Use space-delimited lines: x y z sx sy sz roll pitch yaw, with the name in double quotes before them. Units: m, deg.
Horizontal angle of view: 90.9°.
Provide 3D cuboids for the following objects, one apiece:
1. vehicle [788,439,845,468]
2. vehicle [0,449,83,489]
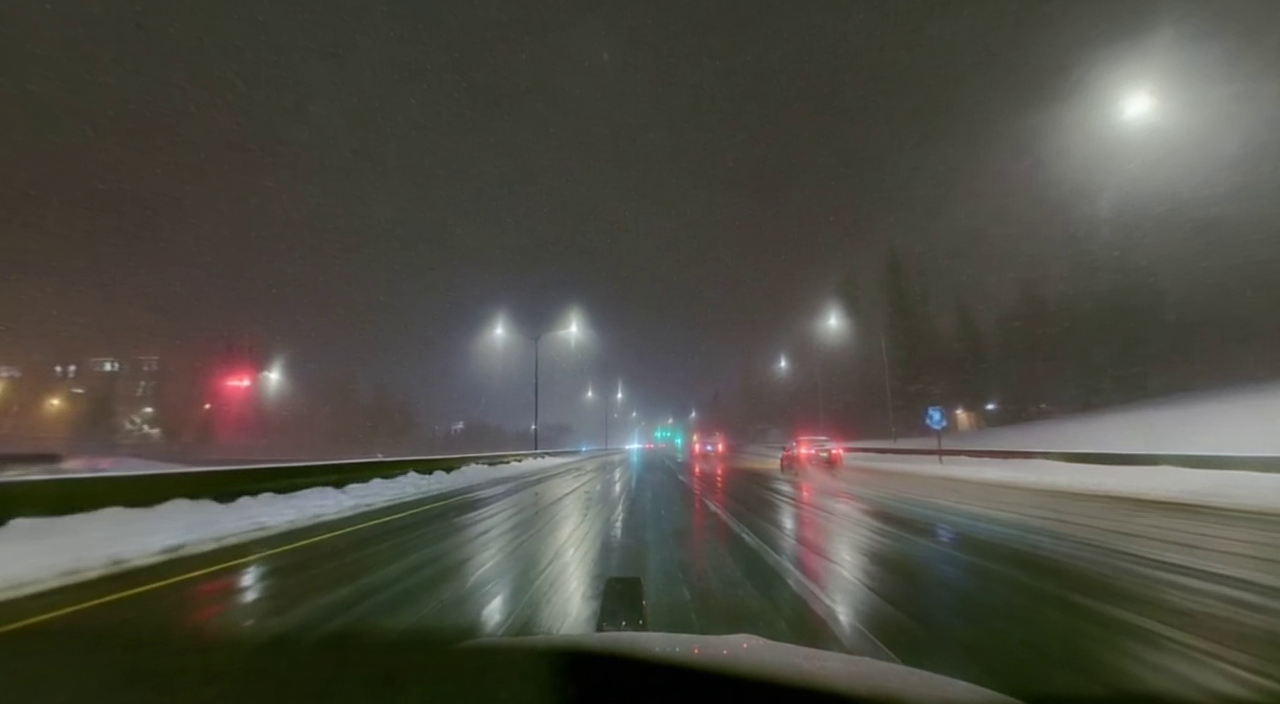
"vehicle" 10.193 5.892 36.779 2.000 1.514 4.585 0 -9 0
"vehicle" -25.776 4.784 25.960 1.984 1.534 3.947 -1 -9 1
